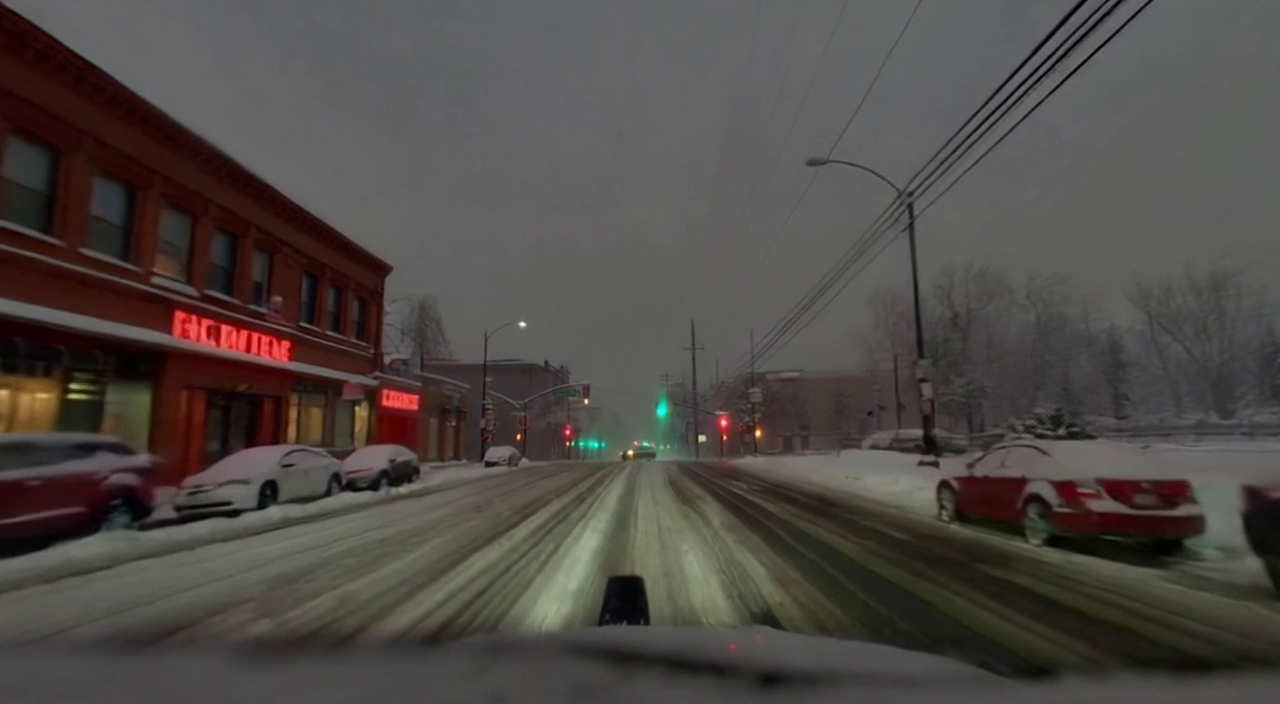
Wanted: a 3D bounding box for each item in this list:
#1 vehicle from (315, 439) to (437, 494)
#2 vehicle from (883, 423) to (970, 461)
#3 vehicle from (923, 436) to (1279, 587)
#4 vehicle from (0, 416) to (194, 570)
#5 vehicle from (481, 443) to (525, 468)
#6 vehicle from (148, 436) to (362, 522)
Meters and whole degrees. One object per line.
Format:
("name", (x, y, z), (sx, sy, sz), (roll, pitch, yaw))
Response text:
("vehicle", (-8.695, 3.784, 21.268), (1.961, 1.627, 4.634), (0, -8, 2))
("vehicle", (15.362, 4.886, 34.208), (2.180, 1.848, 5.417), (0, -8, 1))
("vehicle", (6.090, 2.039, 9.074), (1.989, 1.571, 4.607), (0, -8, 2))
("vehicle", (-8.871, 1.848, 8.487), (2.140, 1.861, 4.801), (-1, -9, 1))
("vehicle", (-8.902, 6.773, 41.382), (1.908, 1.529, 4.522), (0, -8, -1))
("vehicle", (-8.940, 2.946, 15.332), (2.004, 1.709, 4.941), (0, -8, 1))
